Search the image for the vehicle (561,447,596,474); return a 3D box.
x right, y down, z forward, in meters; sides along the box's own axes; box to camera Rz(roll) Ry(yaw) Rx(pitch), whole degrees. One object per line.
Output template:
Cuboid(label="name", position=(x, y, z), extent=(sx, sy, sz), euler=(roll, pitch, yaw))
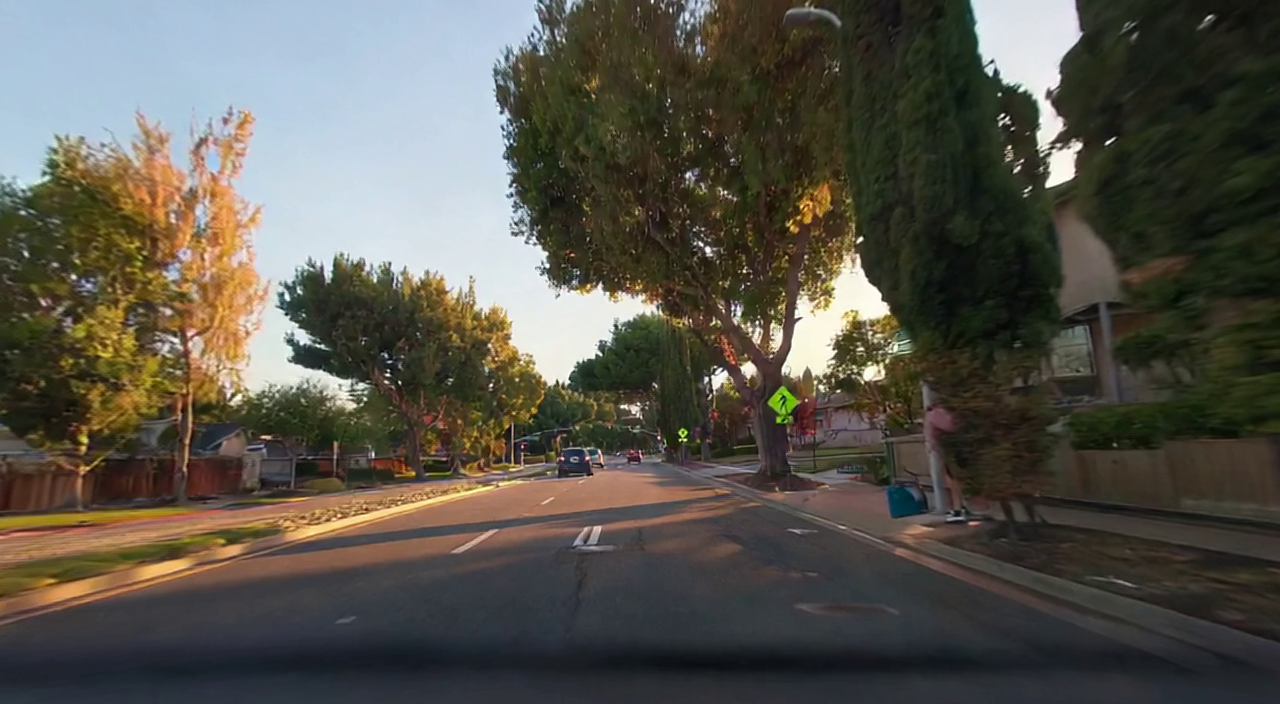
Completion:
Cuboid(label="vehicle", position=(-4.258, 7.560, 44.211), extent=(2.065, 1.714, 4.272), euler=(0, -9, 0))
